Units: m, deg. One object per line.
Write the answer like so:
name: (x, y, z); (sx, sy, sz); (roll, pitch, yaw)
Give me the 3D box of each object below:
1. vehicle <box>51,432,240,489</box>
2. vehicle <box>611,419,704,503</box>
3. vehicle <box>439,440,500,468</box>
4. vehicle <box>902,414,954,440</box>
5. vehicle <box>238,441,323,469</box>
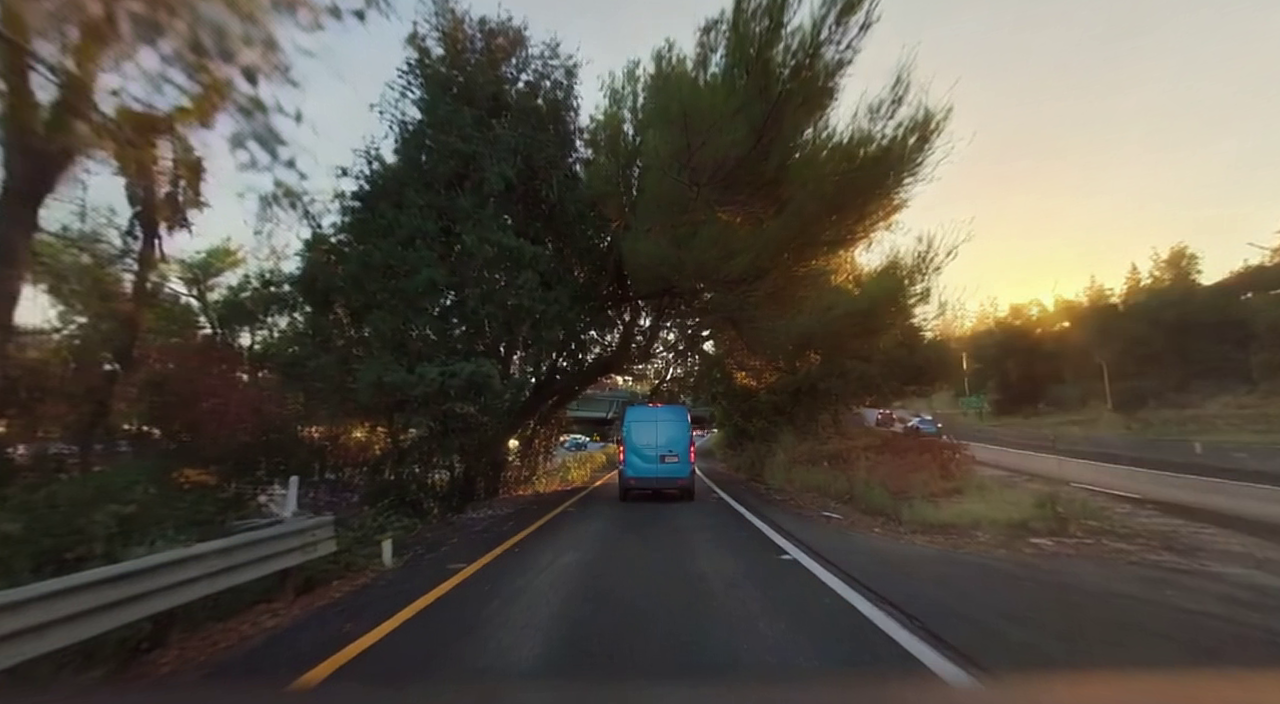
vehicle: (-16.688, 3.669, 21.767); (2.309, 1.683, 5.063); (-1, -8, 2)
vehicle: (0.376, 2.742, 16.227); (2.043, 1.821, 4.558); (0, -8, 0)
vehicle: (-10.142, 6.081, 37.972); (1.958, 1.545, 4.588); (-1, -8, 6)
vehicle: (19.420, 5.121, 42.761); (2.098, 1.654, 4.637); (-2, -8, 11)
vehicle: (-19.919, 5.704, 35.184); (1.884, 1.447, 4.502); (-1, -8, 3)
